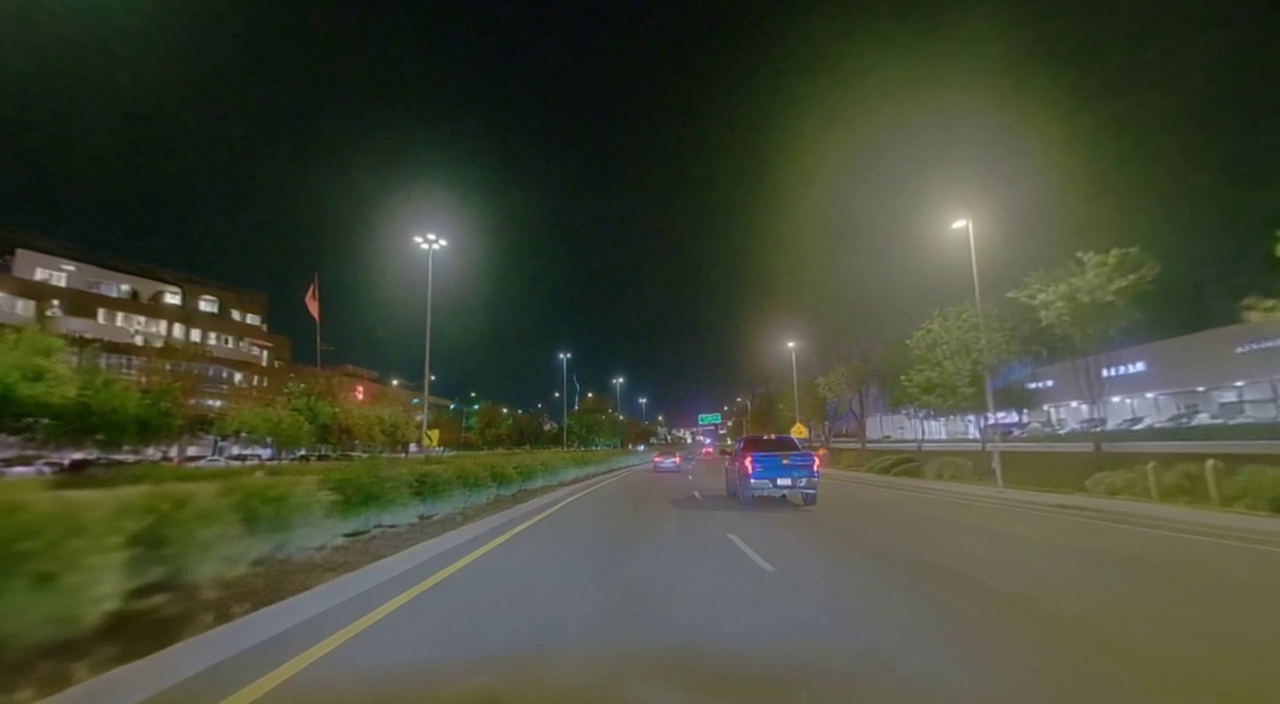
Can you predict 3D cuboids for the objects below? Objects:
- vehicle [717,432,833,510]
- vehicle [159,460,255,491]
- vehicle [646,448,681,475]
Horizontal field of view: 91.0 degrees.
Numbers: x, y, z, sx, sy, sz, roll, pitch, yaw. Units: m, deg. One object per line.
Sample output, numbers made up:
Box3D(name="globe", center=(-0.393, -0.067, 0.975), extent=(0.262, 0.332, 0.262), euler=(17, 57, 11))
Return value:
Box3D(name="vehicle", center=(3.738, 3.408, 18.716), extent=(2.367, 1.919, 5.651), euler=(0, -8, 2))
Box3D(name="vehicle", center=(-24.008, 6.835, 35.150), extent=(1.890, 1.519, 4.431), euler=(0, -9, 6))
Box3D(name="vehicle", center=(1.491, 6.567, 38.116), extent=(1.968, 1.521, 4.262), euler=(0, -8, 4))
